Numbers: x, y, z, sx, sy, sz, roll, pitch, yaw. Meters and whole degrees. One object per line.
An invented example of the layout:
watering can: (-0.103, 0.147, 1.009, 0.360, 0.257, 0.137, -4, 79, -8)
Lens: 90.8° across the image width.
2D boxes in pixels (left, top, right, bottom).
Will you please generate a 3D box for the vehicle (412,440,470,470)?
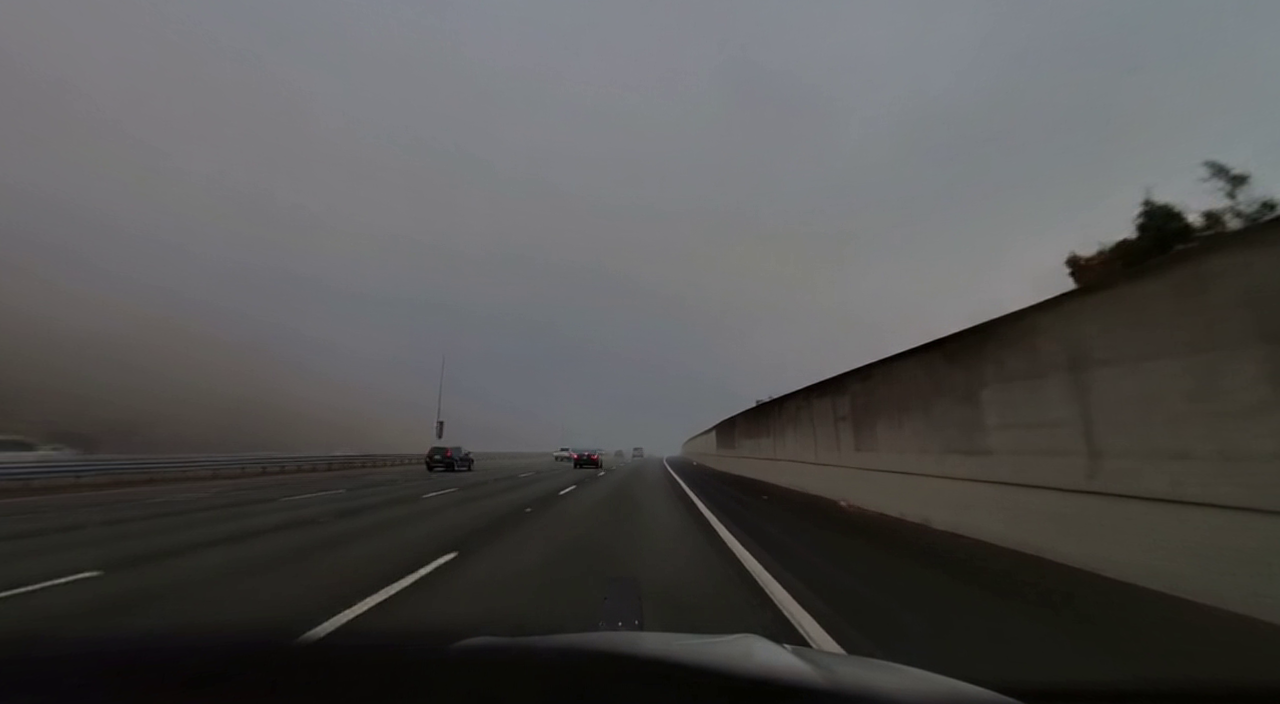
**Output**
vehicle: (-12.780, 6.637, 40.859, 2.076, 1.766, 4.831, 0, -8, 2)

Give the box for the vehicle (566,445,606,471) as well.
vehicle: (-3.270, 6.525, 38.955, 1.931, 1.492, 4.076, -1, -8, 2)
